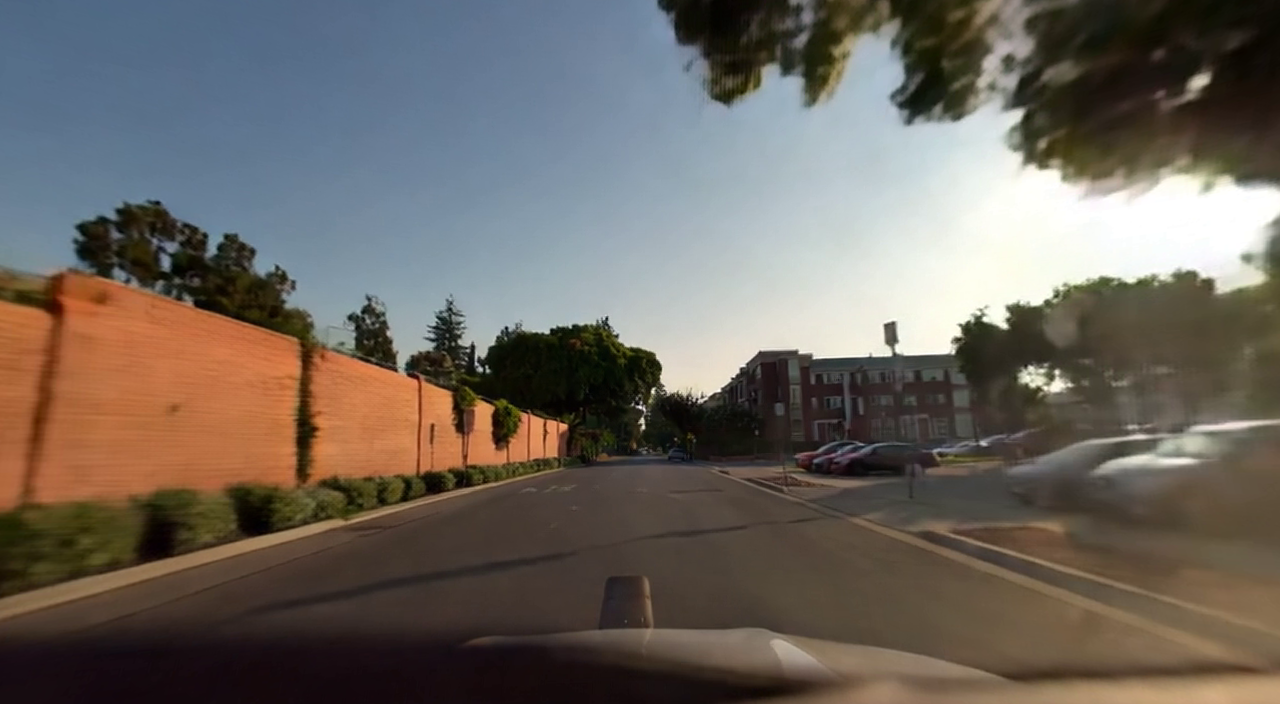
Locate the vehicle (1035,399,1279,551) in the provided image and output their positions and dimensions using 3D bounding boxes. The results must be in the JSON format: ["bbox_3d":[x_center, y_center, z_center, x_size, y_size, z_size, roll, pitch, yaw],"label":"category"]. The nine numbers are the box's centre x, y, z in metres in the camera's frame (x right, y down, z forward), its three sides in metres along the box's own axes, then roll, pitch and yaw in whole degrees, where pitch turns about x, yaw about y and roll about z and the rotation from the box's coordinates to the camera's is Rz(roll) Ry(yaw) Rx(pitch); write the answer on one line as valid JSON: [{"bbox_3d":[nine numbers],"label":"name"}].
[{"bbox_3d":[10.027,1.971,10.240,5.544,2.115,2.380,1,-8,3],"label":"vehicle"}]

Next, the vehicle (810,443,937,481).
[{"bbox_3d":[9.497,4.528,25.911,4.309,1.442,2.145,0,-9,-1],"label":"vehicle"}]
